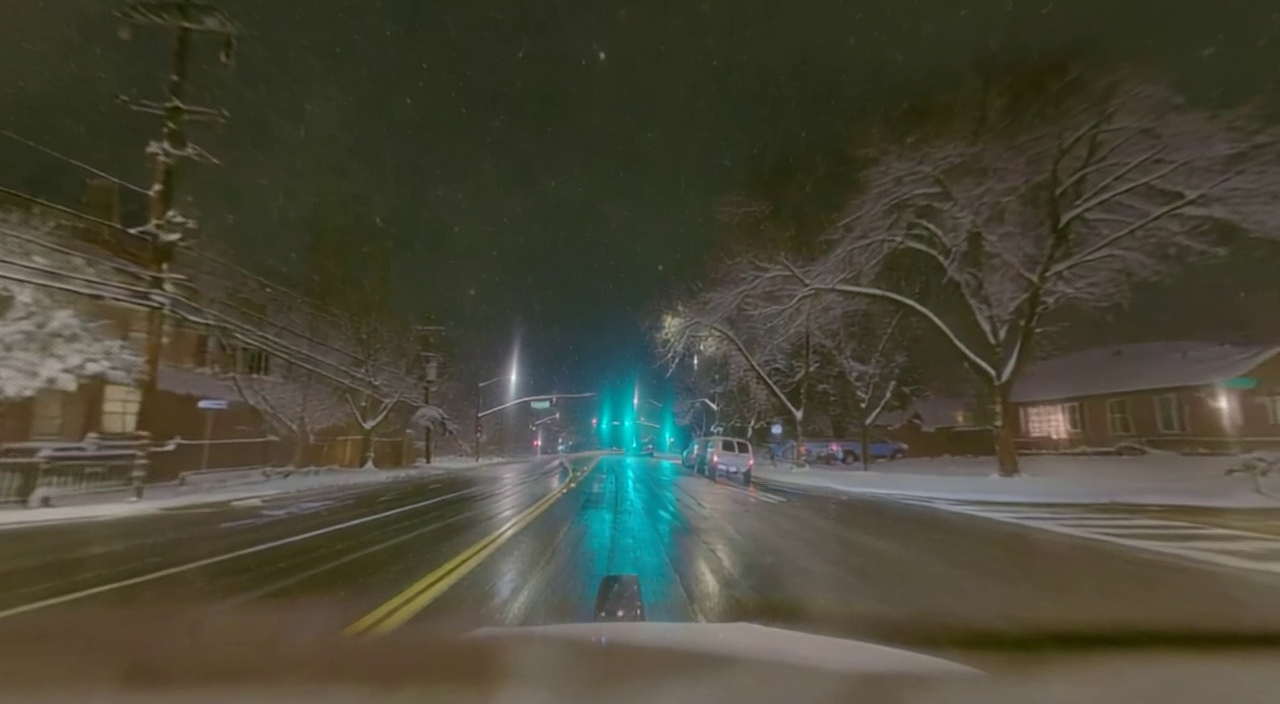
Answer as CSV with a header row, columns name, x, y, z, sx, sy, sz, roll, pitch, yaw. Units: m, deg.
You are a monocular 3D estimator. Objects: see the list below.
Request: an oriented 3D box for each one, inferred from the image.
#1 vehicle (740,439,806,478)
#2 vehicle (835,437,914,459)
name,x,y,z,sx,sy,sz,roll,pitch,yaw
vehicle,6.140,4.972,29.747,2.024,1.710,4.525,0,-8,-1
vehicle,16.022,6.588,43.346,4.656,1.466,1.924,0,-8,-1
